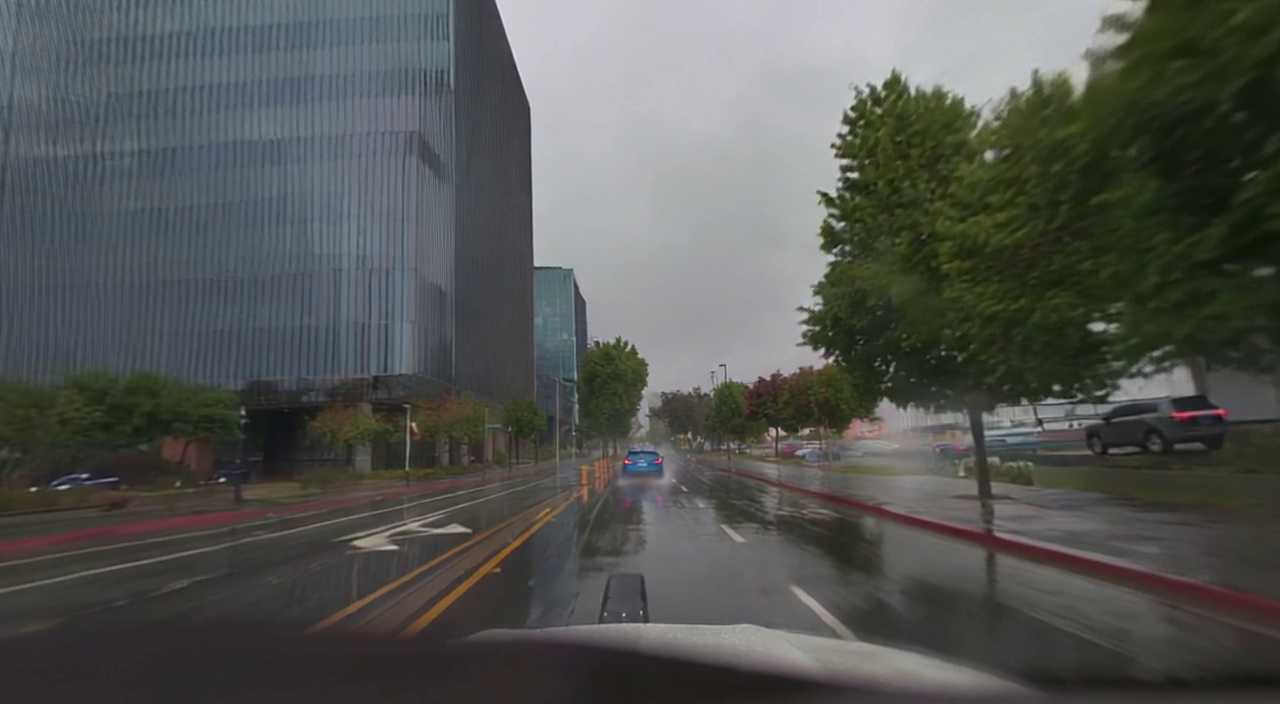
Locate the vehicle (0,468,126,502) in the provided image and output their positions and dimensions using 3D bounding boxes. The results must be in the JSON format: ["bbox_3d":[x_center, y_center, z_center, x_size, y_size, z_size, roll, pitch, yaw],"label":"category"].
[{"bbox_3d":[-30.741,7.034,33.595,4.962,1.561,1.997,7,-12,-40],"label":"vehicle"}]

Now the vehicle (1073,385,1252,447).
[{"bbox_3d":[15.174,1.983,18.652,1.979,1.460,3.848,-1,-10,2],"label":"vehicle"}]

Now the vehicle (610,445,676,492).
[{"bbox_3d":[0.059,3.972,21.882,2.063,1.442,4.135,0,-9,-1],"label":"vehicle"}]

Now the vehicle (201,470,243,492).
[{"bbox_3d":[-32.221,9.880,48.571,1.970,1.476,3.940,8,-12,-42],"label":"vehicle"}]
